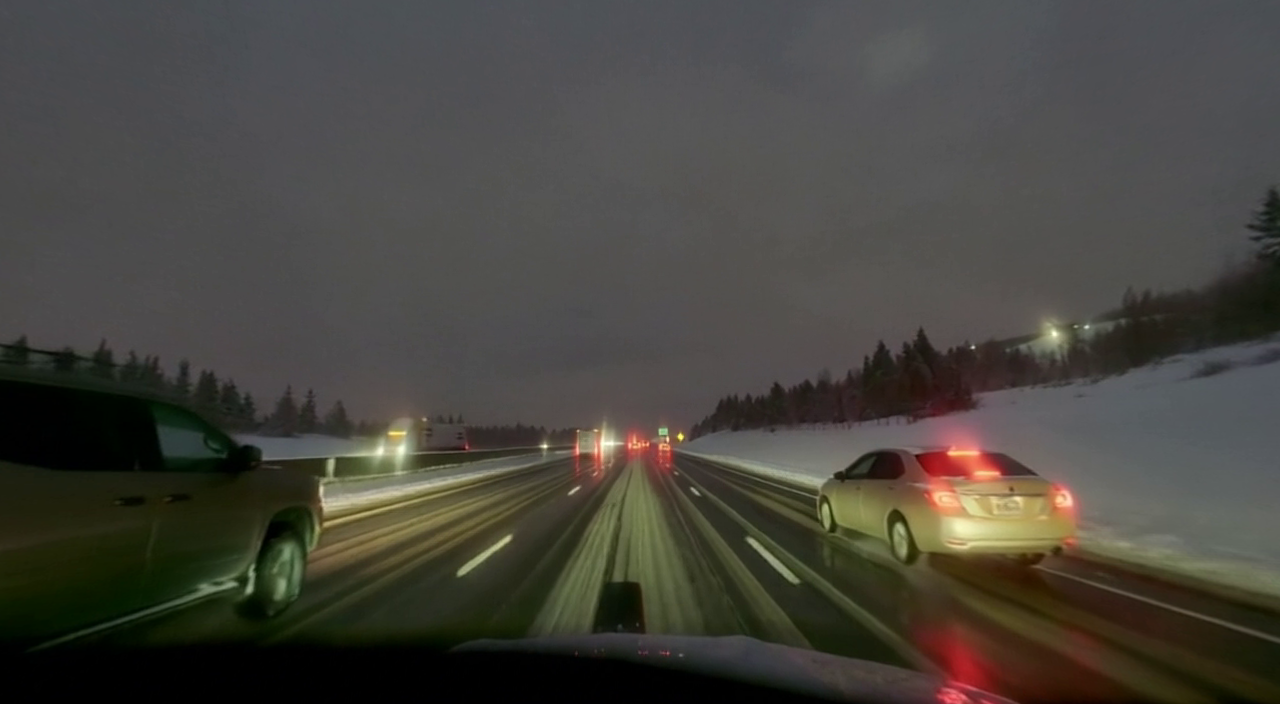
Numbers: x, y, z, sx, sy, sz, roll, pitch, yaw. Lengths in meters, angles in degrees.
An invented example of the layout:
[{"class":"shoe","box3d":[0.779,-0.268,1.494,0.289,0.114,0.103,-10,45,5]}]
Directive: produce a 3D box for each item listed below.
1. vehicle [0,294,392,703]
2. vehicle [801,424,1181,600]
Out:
[{"class":"vehicle","box3d":[-3.674,0.846,3.452,2.285,1.853,5.564,0,-9,1]},{"class":"vehicle","box3d":[3.757,1.800,8.104,2.047,1.532,4.884,0,-9,0]}]
